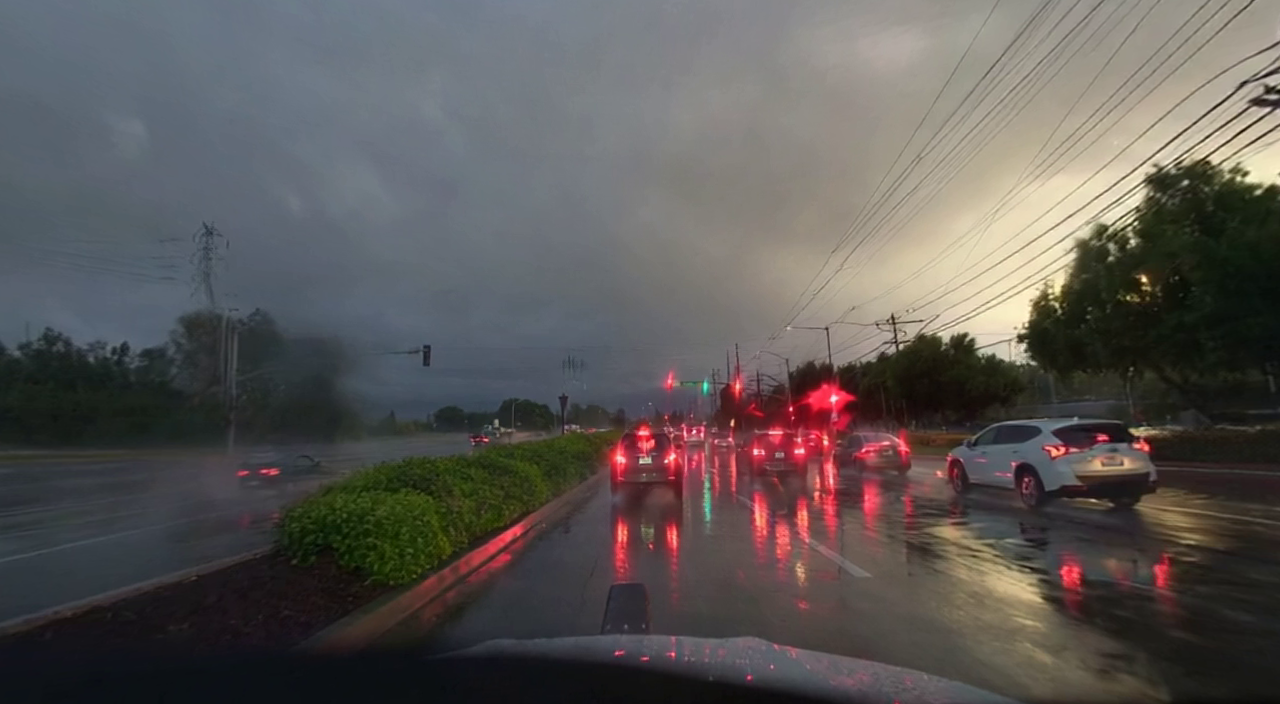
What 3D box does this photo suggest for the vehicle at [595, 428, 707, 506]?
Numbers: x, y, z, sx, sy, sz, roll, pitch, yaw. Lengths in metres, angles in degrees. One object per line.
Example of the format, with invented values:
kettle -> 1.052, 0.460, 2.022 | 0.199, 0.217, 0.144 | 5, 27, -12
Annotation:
vehicle -> 0.244, 2.597, 14.660 | 2.208, 1.498, 4.401 | 0, -8, 1

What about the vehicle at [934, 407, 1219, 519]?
vehicle -> 8.306, 2.186, 12.856 | 2.195, 1.802, 5.051 | 0, -8, 1

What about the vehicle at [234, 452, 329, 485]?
vehicle -> -17.349, 5.632, 30.777 | 1.986, 1.404, 4.177 | -1, -8, 4

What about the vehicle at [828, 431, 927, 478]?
vehicle -> 8.181, 3.580, 22.235 | 1.905, 1.483, 4.469 | -1, -8, 2

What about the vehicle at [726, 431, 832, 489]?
vehicle -> 3.826, 3.068, 18.232 | 2.028, 1.454, 4.531 | 0, -8, 0
